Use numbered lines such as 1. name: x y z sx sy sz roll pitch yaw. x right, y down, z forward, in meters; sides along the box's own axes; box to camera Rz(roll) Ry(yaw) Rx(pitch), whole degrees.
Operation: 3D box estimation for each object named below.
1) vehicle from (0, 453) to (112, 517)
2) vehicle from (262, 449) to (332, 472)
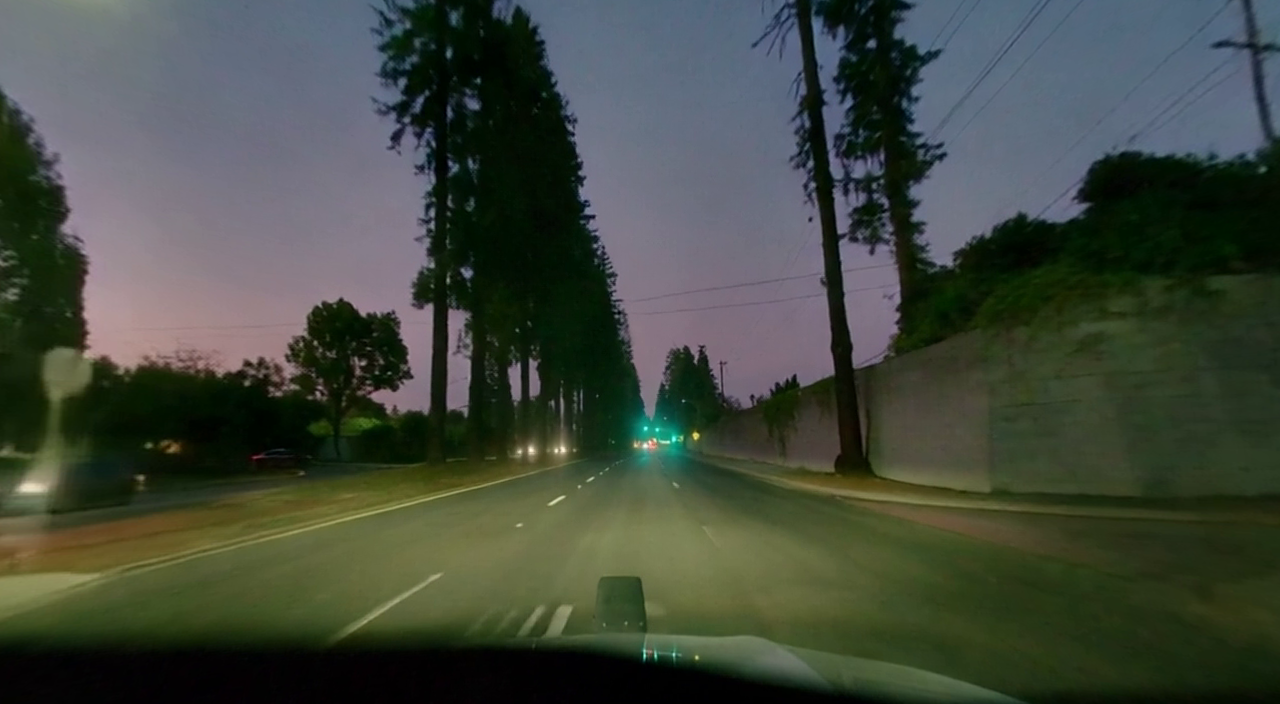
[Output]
1. vehicle: -16.774 3.482 16.761 1.926 1.513 4.132 0 -8 -2
2. vehicle: -25.781 8.154 47.465 4.188 1.536 1.845 0 -8 -3
